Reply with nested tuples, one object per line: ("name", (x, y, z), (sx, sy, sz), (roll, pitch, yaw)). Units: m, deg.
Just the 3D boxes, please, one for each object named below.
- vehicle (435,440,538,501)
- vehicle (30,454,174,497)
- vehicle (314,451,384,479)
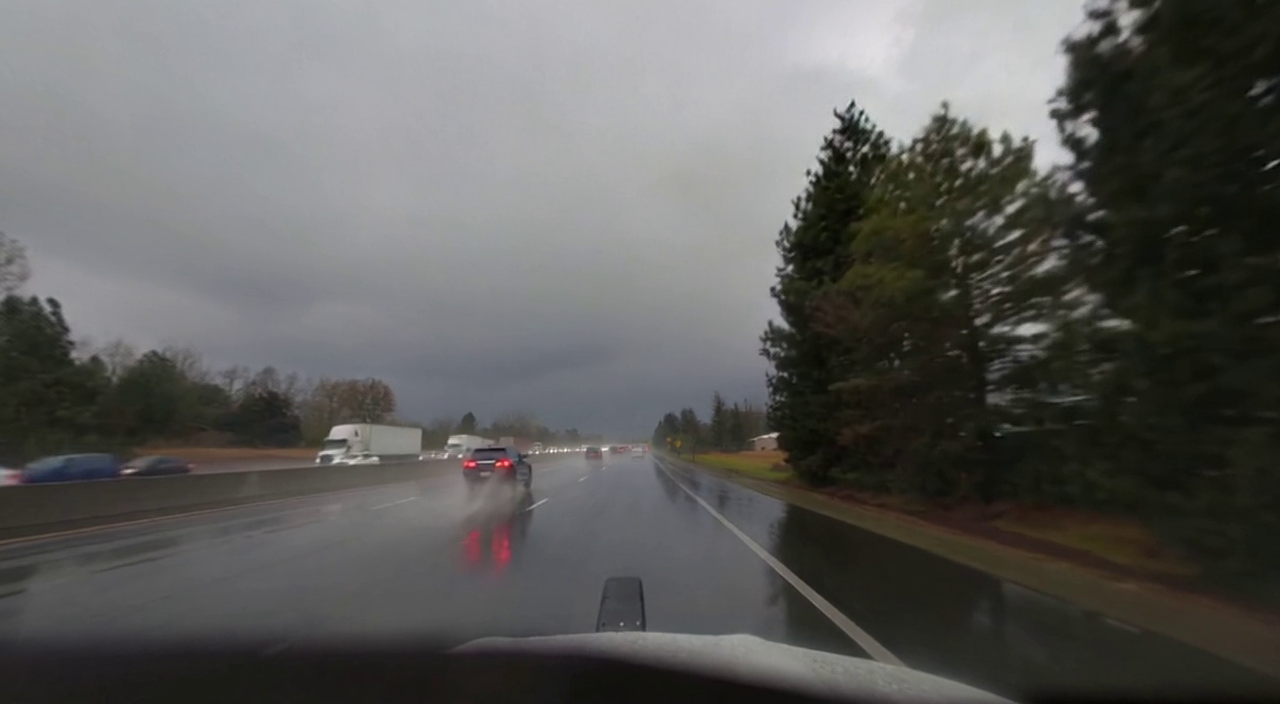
("vehicle", (-4.271, 3.355, 18.277), (1.954, 1.541, 4.079), (0, -9, 0))
("vehicle", (-20.001, 4.561, 23.737), (1.808, 1.429, 4.079), (0, -9, 0))
("vehicle", (-15.734, 6.111, 34.346), (1.828, 1.403, 4.196), (0, -9, 0))
